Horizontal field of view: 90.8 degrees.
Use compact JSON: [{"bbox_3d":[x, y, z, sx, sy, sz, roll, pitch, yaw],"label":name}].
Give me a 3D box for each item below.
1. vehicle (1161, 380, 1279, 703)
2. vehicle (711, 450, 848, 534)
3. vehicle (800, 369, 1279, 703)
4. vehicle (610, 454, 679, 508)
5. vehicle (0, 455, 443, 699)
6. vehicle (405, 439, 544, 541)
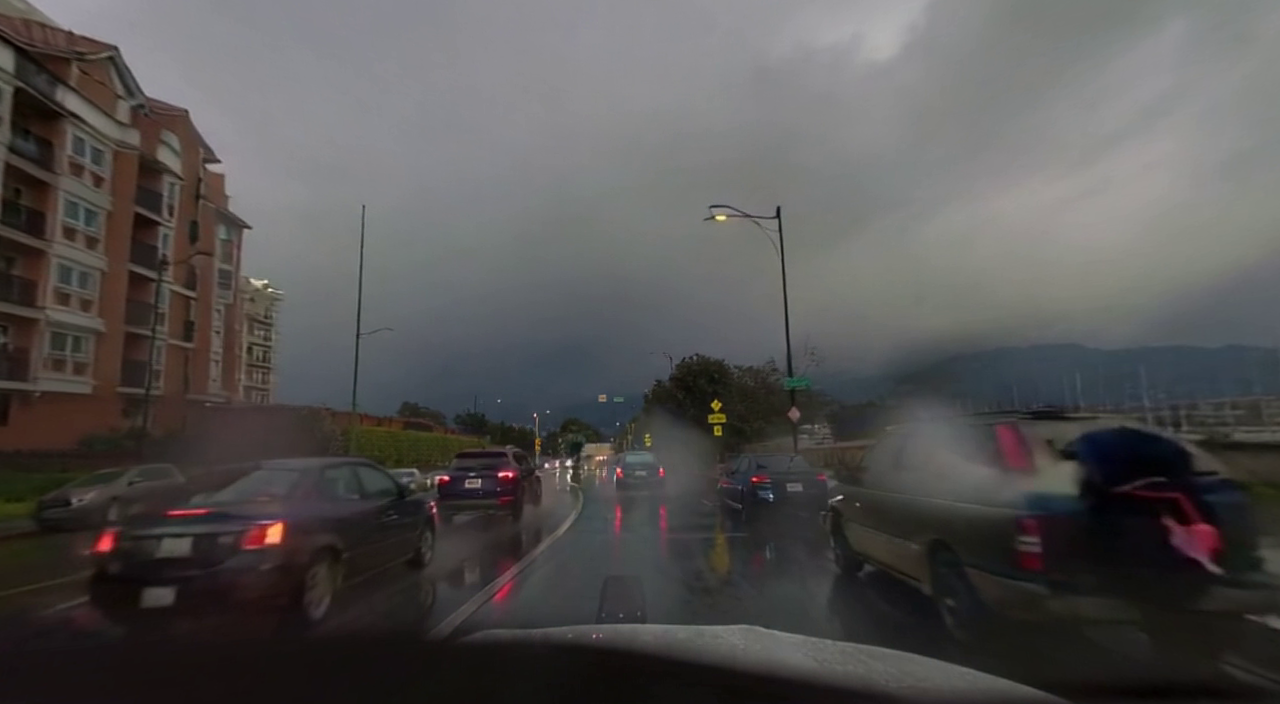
[{"bbox_3d":[2.962,0.577,0.191,1.933,1.501,4.349,0,-8,1],"label":"vehicle"},{"bbox_3d":[2.826,2.934,13.954,1.943,1.513,4.510,0,-9,-1],"label":"vehicle"},{"bbox_3d":[2.976,1.305,5.339,1.988,1.779,4.635,0,-8,0],"label":"vehicle"},{"bbox_3d":[0.045,4.069,20.365,2.026,1.496,3.701,0,-8,-2],"label":"vehicle"},{"bbox_3d":[-3.286,1.606,5.614,1.824,1.306,3.937,0,-9,0],"label":"vehicle"},{"bbox_3d":[-2.933,2.478,11.869,1.778,1.638,3.059,0,-9,-1],"label":"vehicle"}]
